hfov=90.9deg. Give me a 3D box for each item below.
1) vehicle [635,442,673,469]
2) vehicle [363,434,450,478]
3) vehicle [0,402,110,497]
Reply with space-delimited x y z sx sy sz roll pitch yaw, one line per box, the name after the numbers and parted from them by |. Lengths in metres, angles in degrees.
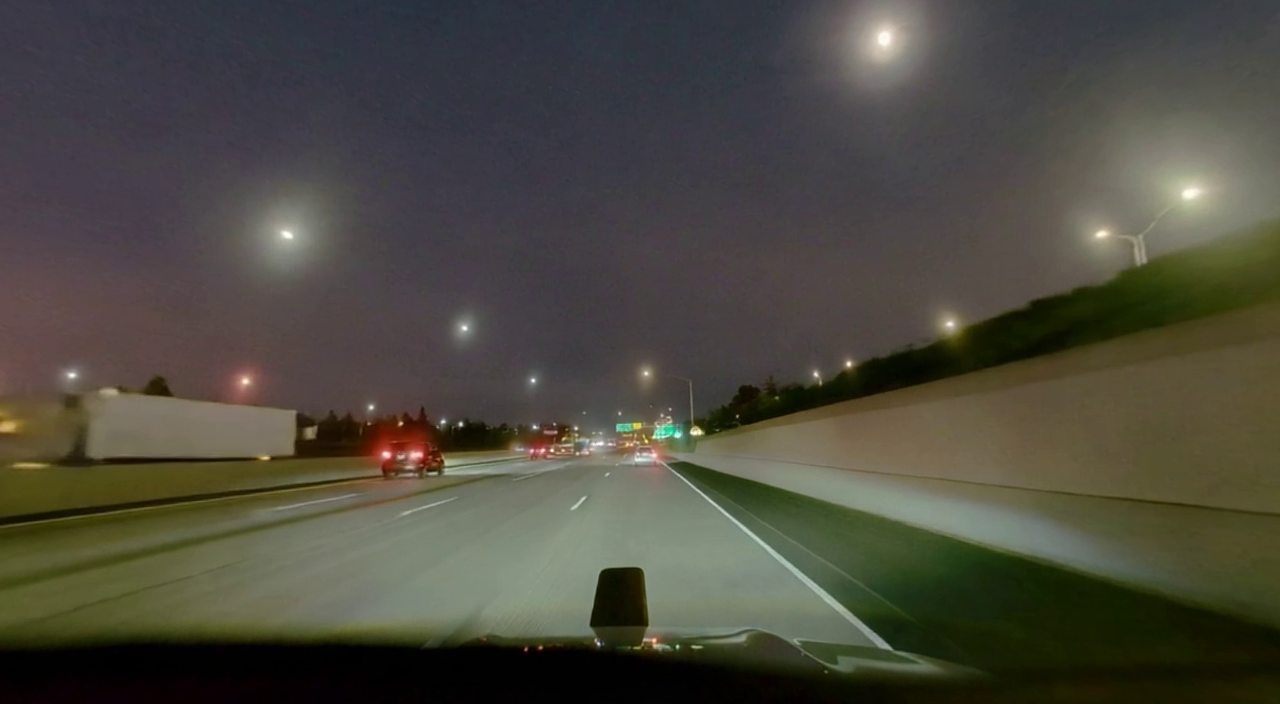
0.812 6.117 37.454 2.137 1.461 3.999 -1 -8 1 | vehicle
-10.567 4.725 29.037 2.246 1.812 4.740 0 -8 -1 | vehicle
-17.743 2.562 16.538 2.447 2.421 6.020 0 -8 -1 | vehicle
